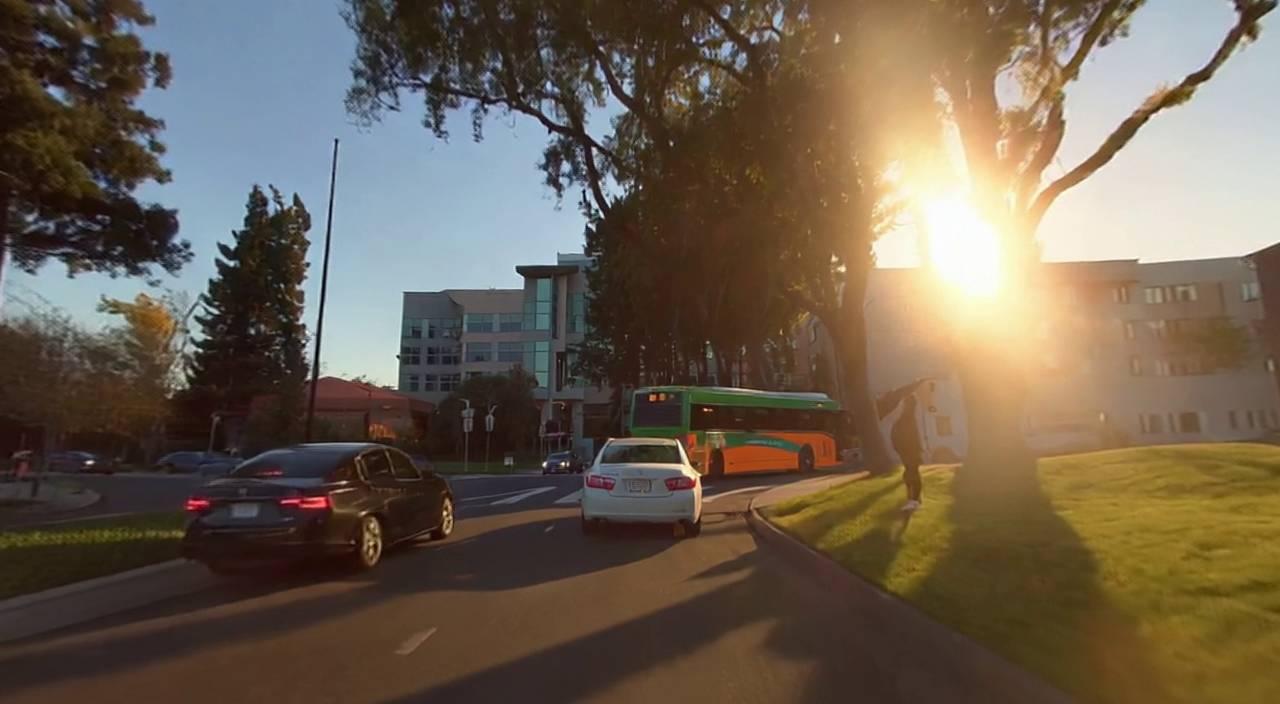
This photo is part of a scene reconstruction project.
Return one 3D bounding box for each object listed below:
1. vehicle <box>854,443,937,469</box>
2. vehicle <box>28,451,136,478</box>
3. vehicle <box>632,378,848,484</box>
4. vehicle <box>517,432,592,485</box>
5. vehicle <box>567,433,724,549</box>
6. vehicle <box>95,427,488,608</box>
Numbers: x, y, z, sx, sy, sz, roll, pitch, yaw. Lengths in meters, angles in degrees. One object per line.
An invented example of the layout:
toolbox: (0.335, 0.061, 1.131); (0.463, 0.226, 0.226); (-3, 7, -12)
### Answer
vehicle: (15.656, 6.386, 38.623); (4.422, 1.457, 1.882); (-6, -10, 29)
vehicle: (-32.123, 6.450, 36.447); (4.473, 1.442, 1.743); (7, -11, -39)
vehicle: (4.265, 3.156, 24.383); (2.948, 3.303, 9.977); (-8, -12, 44)
vehicle: (-3.055, 3.915, 23.495); (2.017, 1.761, 4.572); (0, -9, 2)
vehicle: (0.101, 2.087, 10.121); (2.020, 1.478, 3.922); (0, -9, 1)
vehicle: (-3.495, 1.728, 7.603); (1.953, 1.480, 4.522); (-1, -9, 3)
